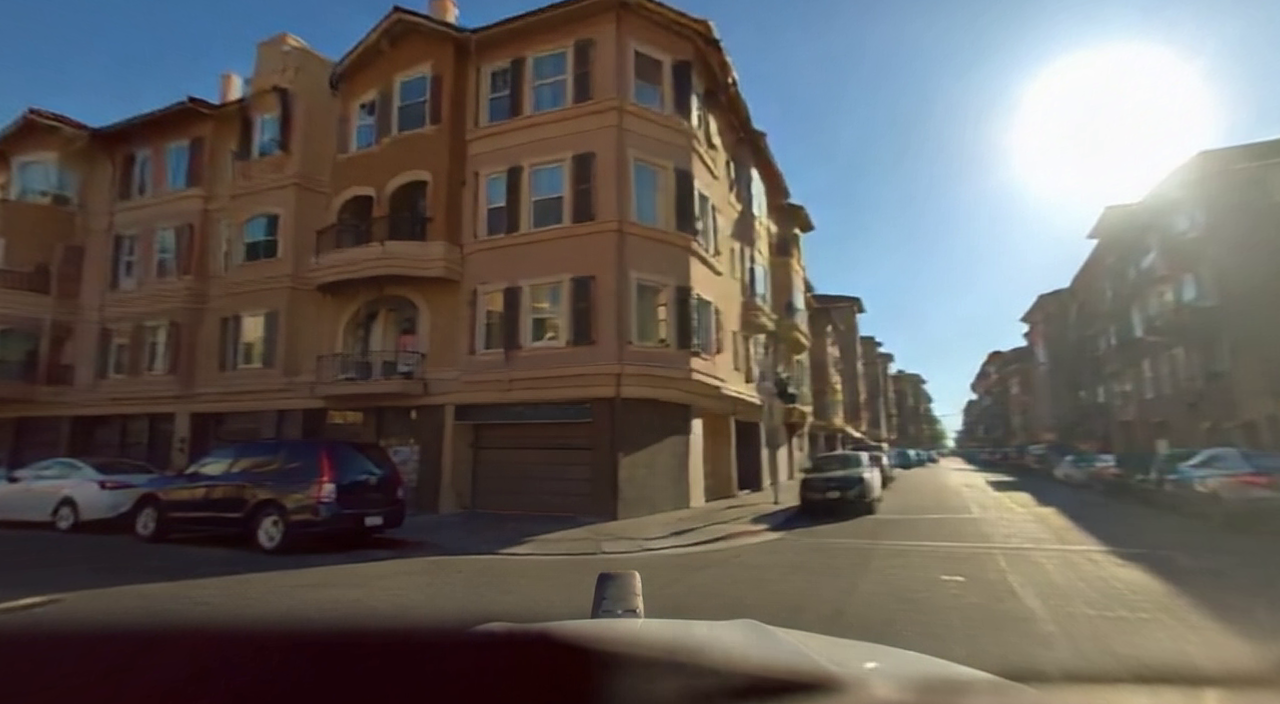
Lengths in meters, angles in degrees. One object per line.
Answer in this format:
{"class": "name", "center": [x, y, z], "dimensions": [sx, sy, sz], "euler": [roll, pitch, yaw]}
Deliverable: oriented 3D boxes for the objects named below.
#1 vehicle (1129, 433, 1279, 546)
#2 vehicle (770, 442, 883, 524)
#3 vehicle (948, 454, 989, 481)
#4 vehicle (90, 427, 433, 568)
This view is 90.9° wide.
{"class": "vehicle", "center": [9.843, 2.183, 10.348], "dimensions": [1.868, 1.544, 3.869], "euler": [-3, -10, 24]}
{"class": "vehicle", "center": [4.105, 2.672, 13.509], "dimensions": [1.882, 1.459, 3.518], "euler": [-3, -8, 23]}
{"class": "vehicle", "center": [23.424, 8.203, 45.075], "dimensions": [2.341, 1.675, 4.360], "euler": [-4, -9, 25]}
{"class": "vehicle", "center": [-5.640, 1.979, 9.390], "dimensions": [4.679, 1.631, 2.025], "euler": [-4, -9, 25]}
